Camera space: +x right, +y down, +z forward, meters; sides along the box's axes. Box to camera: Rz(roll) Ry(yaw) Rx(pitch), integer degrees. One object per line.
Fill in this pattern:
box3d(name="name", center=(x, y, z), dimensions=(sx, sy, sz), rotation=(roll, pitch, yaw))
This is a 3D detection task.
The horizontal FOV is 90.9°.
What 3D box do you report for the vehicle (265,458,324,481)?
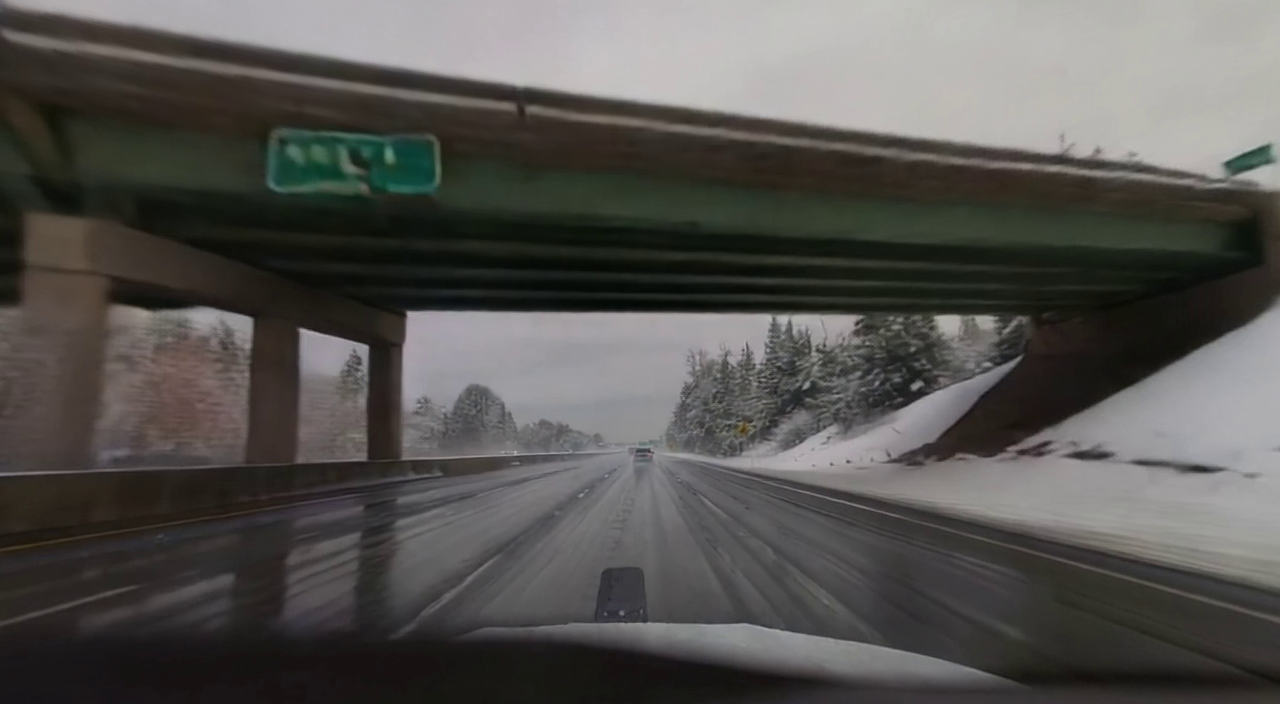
box3d(name="vehicle", center=(-23.637, 8.049, 43.265), dimensions=(1.705, 1.410, 3.956), rotation=(0, -9, 0))
